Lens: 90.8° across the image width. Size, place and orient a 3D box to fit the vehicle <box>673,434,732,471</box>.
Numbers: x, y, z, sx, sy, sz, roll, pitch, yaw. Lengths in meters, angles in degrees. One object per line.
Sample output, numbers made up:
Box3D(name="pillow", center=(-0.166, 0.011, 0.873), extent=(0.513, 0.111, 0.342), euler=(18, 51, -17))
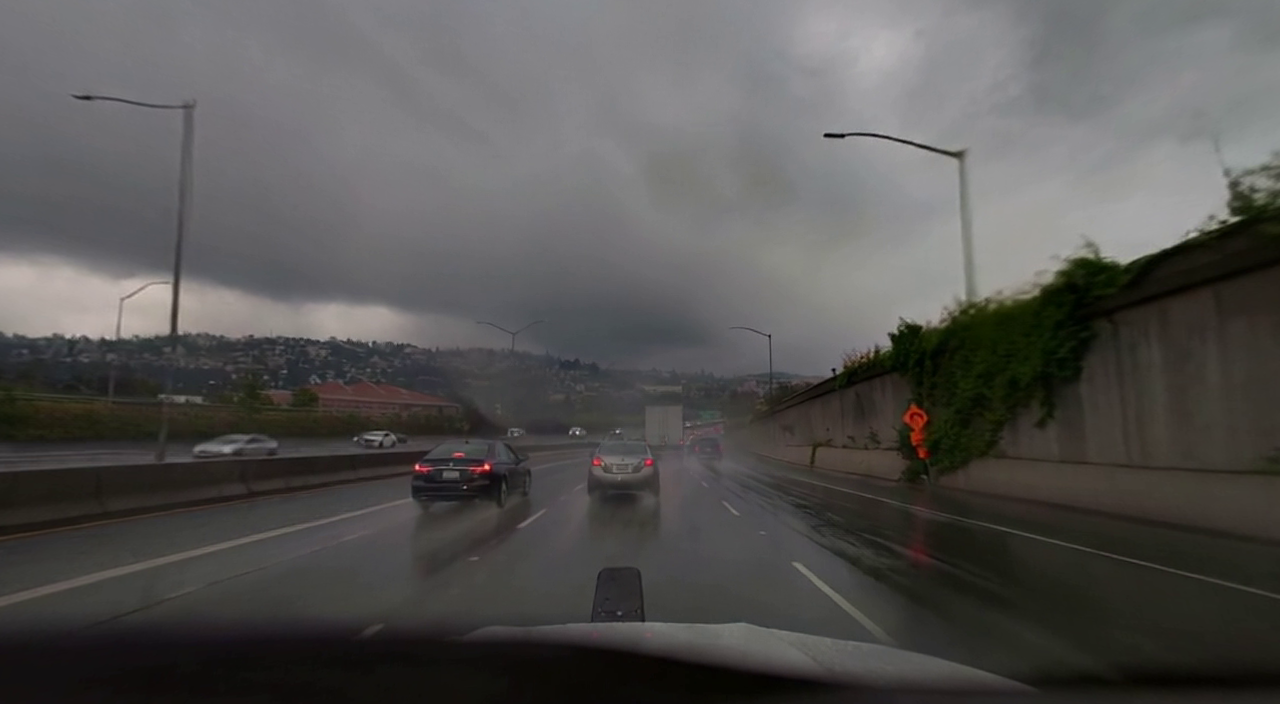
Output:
Box3D(name="vehicle", center=(2.983, 4.933, 31.123), extent=(2.166, 1.666, 4.618), euler=(0, -9, -3))

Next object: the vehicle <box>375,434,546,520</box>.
Box3D(name="vehicle", center=(-3.542, 2.586, 13.678), extent=(2.130, 1.474, 5.027), euler=(-1, -9, 1))

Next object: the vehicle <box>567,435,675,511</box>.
Box3D(name="vehicle", center=(-0.329, 2.689, 14.505), extent=(2.136, 1.470, 3.971), euler=(-1, -9, 1))
